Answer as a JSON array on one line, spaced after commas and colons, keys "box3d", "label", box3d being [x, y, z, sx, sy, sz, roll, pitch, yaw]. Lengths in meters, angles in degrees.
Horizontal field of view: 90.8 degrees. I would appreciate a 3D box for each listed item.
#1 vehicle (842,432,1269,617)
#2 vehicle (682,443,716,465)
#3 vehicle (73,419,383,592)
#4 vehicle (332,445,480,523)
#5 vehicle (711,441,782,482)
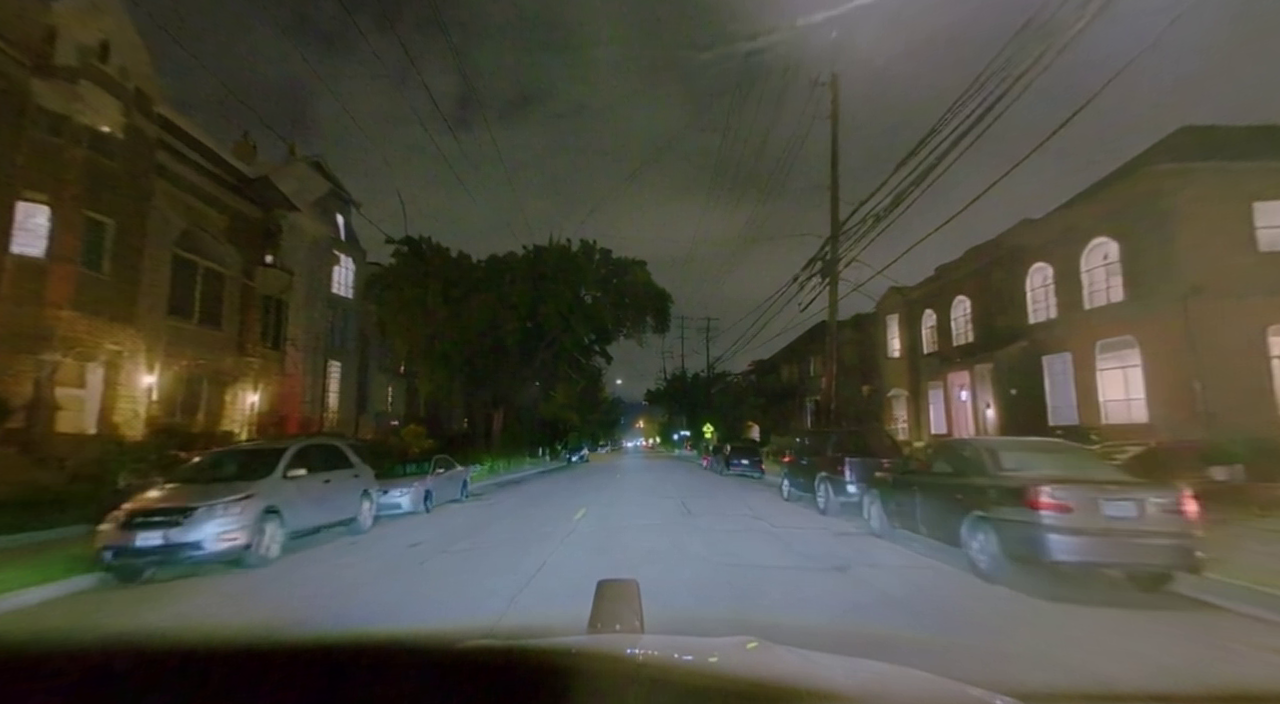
[{"box3d": [3.983, 1.682, 7.252, 1.804, 1.422, 4.497, 0, -8, -1], "label": "vehicle"}, {"box3d": [4.242, 7.360, 45.829, 1.911, 1.538, 3.960, 0, -8, -2], "label": "vehicle"}, {"box3d": [-5.688, 2.060, 9.650, 2.046, 1.825, 4.627, -3, -7, -6], "label": "vehicle"}, {"box3d": [-5.704, 3.218, 16.111, 1.991, 1.464, 4.763, -3, -7, 0], "label": "vehicle"}, {"box3d": [4.178, 4.382, 25.596, 1.930, 1.470, 4.738, 0, -8, -1], "label": "vehicle"}]
